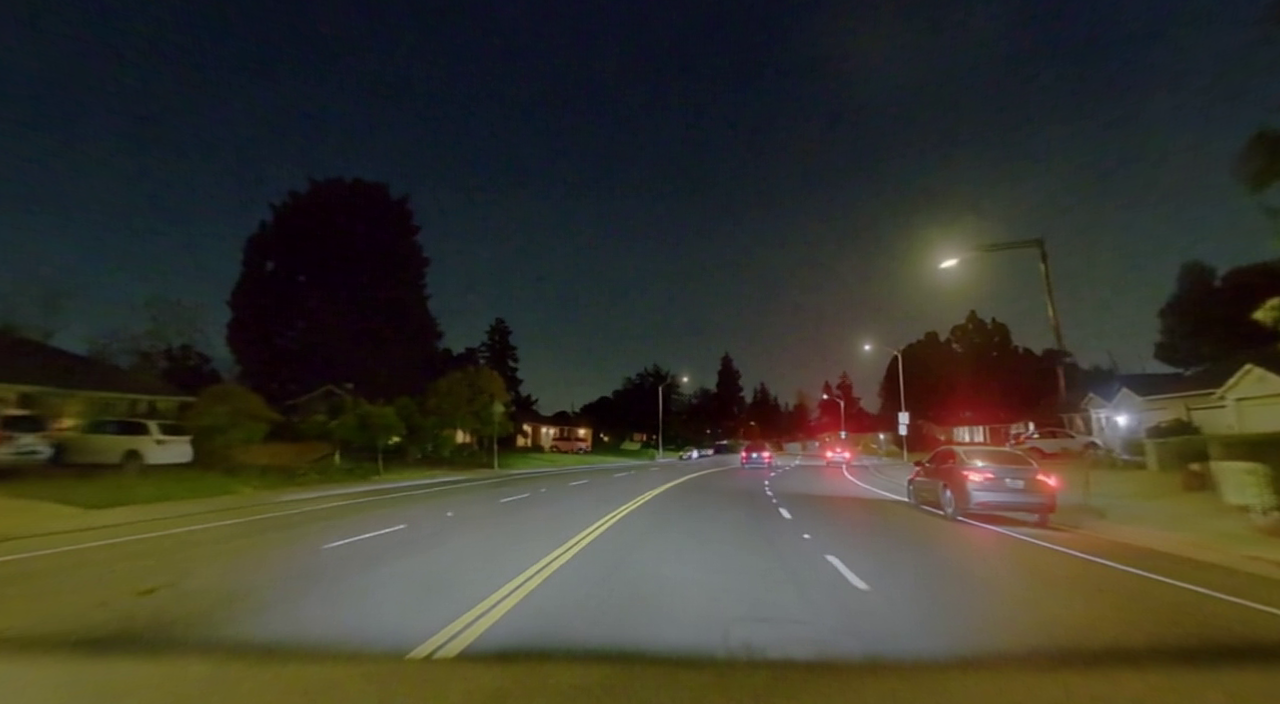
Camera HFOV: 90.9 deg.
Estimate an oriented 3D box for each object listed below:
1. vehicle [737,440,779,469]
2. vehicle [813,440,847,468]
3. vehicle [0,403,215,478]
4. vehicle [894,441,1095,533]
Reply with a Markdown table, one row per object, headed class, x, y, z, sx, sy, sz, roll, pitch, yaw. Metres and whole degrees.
| class | x | y | z | sx | sy | sz | roll | pitch | yaw |
| --- | --- | --- | --- | --- | --- | --- | --- | --- | --- |
| vehicle | 7.504 | 6.442 | 39.762 | 2.106 | 1.667 | 4.367 | -3 | -9 | 16 |
| vehicle | 13.835 | 7.403 | 46.122 | 2.059 | 1.924 | 4.257 | -2 | -9 | 13 |
| vehicle | -16.363 | 2.689 | 19.295 | 4.984 | 1.812 | 2.354 | 3 | -7 | 4 |
| vehicle | 6.808 | 2.586 | 12.761 | 1.934 | 1.506 | 4.282 | -1 | -8 | 6 |
